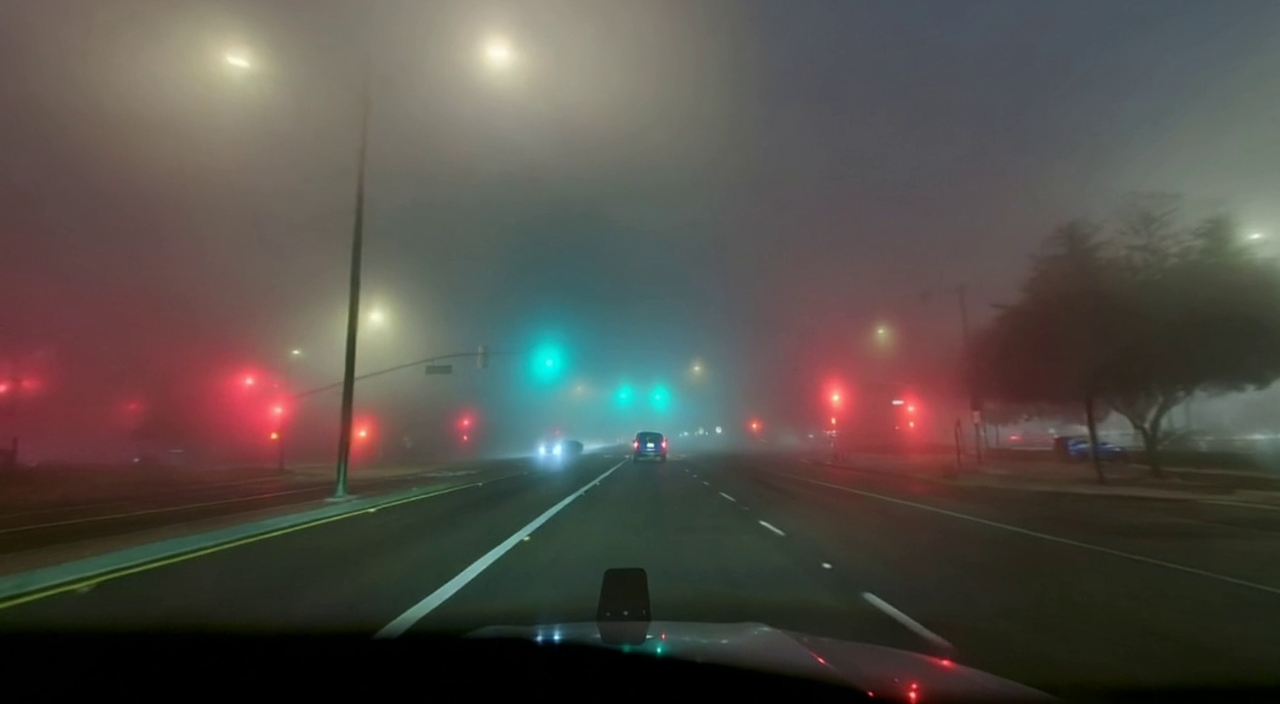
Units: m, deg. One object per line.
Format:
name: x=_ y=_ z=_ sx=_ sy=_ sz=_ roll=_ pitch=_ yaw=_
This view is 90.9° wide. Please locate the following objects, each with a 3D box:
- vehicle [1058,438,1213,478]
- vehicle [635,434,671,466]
vehicle: x=19.807 y=4.248 z=25.352 sx=4.479 sy=1.488 sz=2.038 roll=0 pitch=-8 yaw=0
vehicle: x=0.773 y=5.871 z=37.883 sx=1.994 sy=1.759 sz=4.186 roll=0 pitch=-8 yaw=1
